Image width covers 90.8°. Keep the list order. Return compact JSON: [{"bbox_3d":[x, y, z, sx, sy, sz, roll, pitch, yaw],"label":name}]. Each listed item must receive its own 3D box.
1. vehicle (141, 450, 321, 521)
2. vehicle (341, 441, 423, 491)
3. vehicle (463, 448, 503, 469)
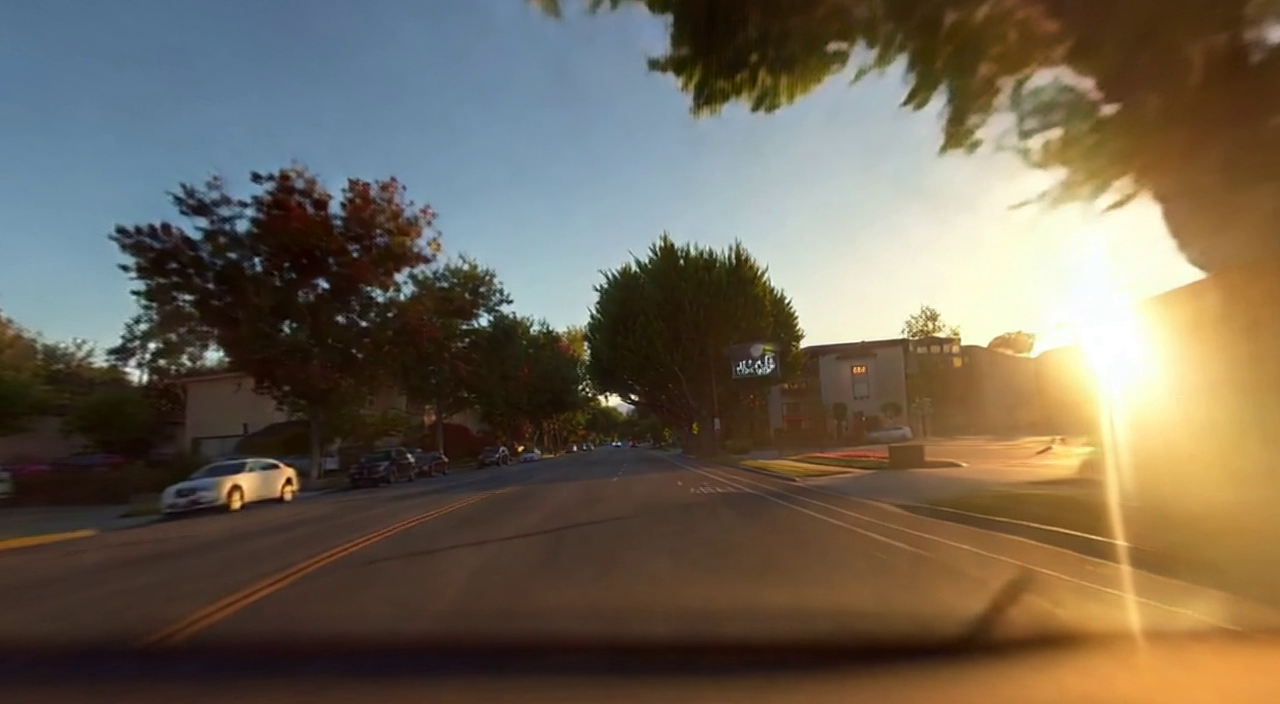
[{"bbox_3d":[-11.522,3.732,18.344,1.950,1.720,4.868,0,-9,0],"label":"vehicle"},{"bbox_3d":[-11.633,5.141,28.853,2.015,1.884,4.488,-6,-8,-3],"label":"vehicle"},{"bbox_3d":[-11.762,8.006,47.569,1.958,1.457,4.254,0,-9,-1],"label":"vehicle"}]
